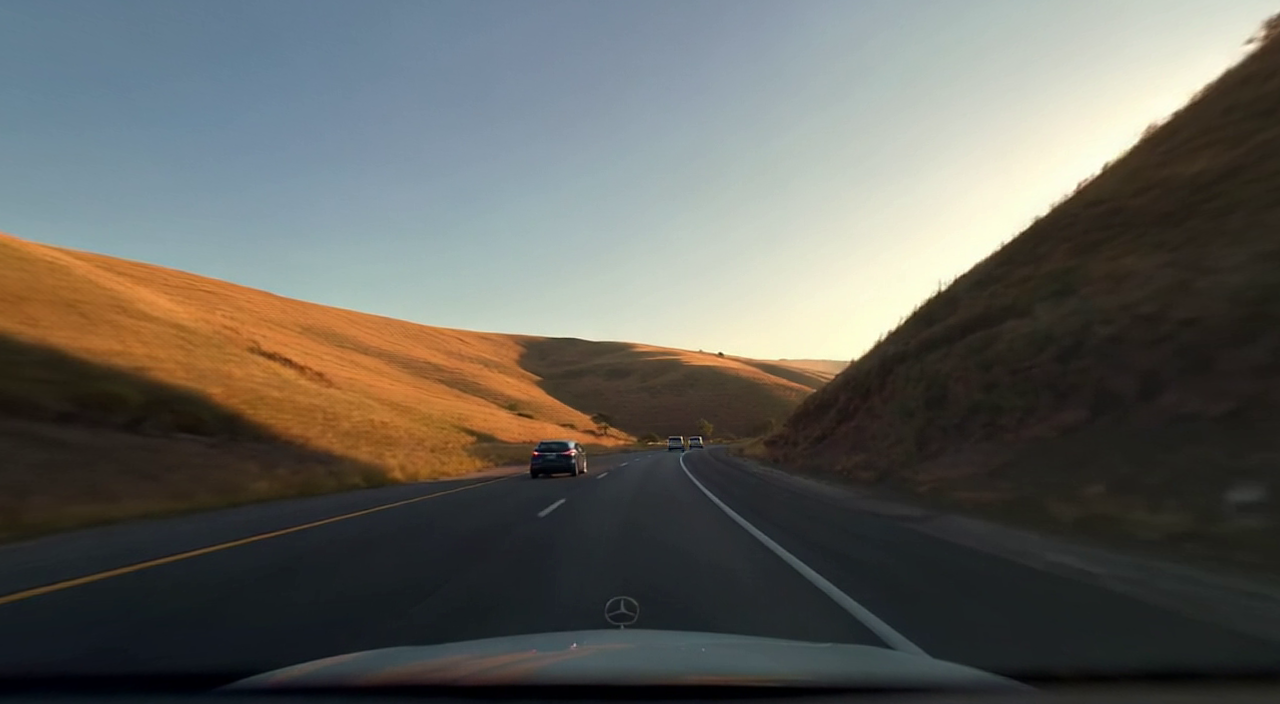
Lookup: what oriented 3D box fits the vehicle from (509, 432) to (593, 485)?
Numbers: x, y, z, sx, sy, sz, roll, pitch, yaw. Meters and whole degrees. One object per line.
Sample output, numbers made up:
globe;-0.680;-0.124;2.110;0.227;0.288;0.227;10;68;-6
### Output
vehicle;-3.158;3.910;23.487;2.252;1.743;4.560;0;-8;3
